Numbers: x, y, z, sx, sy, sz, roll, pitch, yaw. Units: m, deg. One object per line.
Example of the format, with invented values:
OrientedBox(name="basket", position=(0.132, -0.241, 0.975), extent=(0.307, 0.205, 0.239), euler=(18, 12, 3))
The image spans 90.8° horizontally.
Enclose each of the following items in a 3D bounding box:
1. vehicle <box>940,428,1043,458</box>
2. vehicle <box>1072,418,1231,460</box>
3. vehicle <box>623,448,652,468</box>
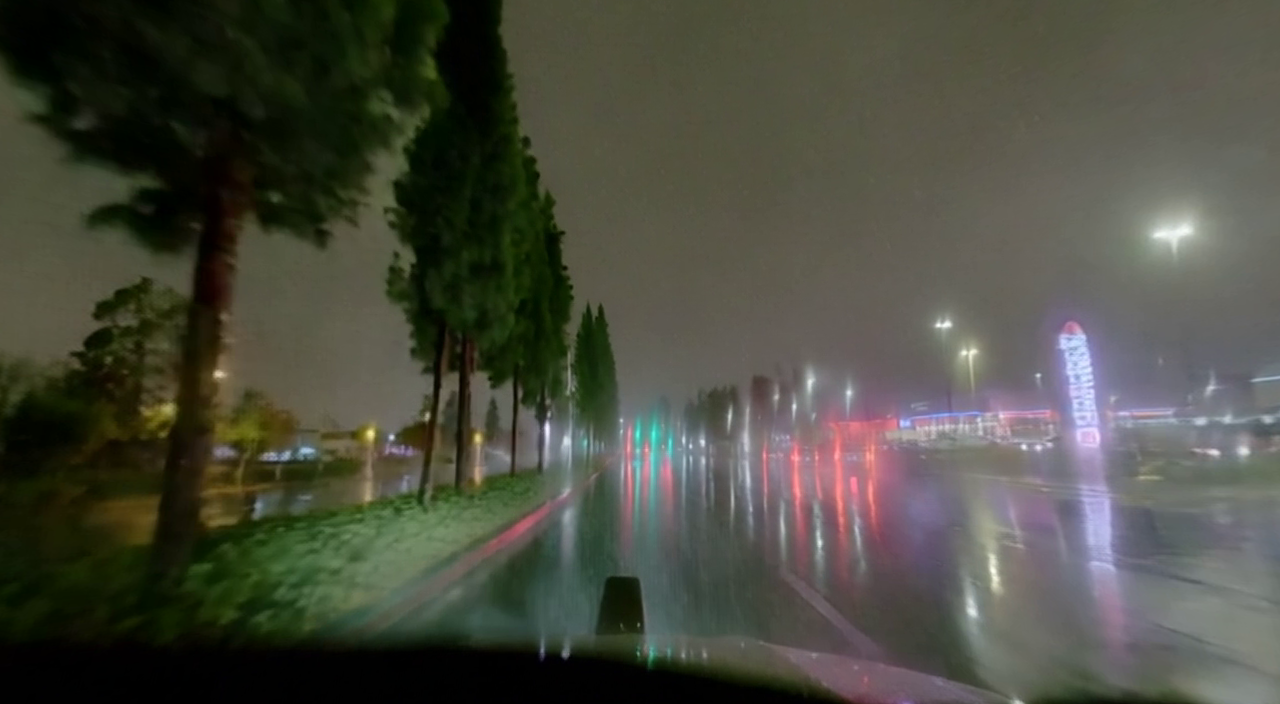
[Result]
OrientedBox(name="vehicle", position=(20.181, 5.262, 36.462), extent=(4.586, 1.668, 2.113), euler=(-1, -9, 6))
OrientedBox(name="vehicle", position=(20.876, 3.598, 25.963), extent=(4.682, 1.630, 1.972), euler=(-1, -9, 2))
OrientedBox(name="vehicle", position=(-0.231, 8.323, 49.898), extent=(2.159, 1.461, 4.142), euler=(0, -9, -2))
